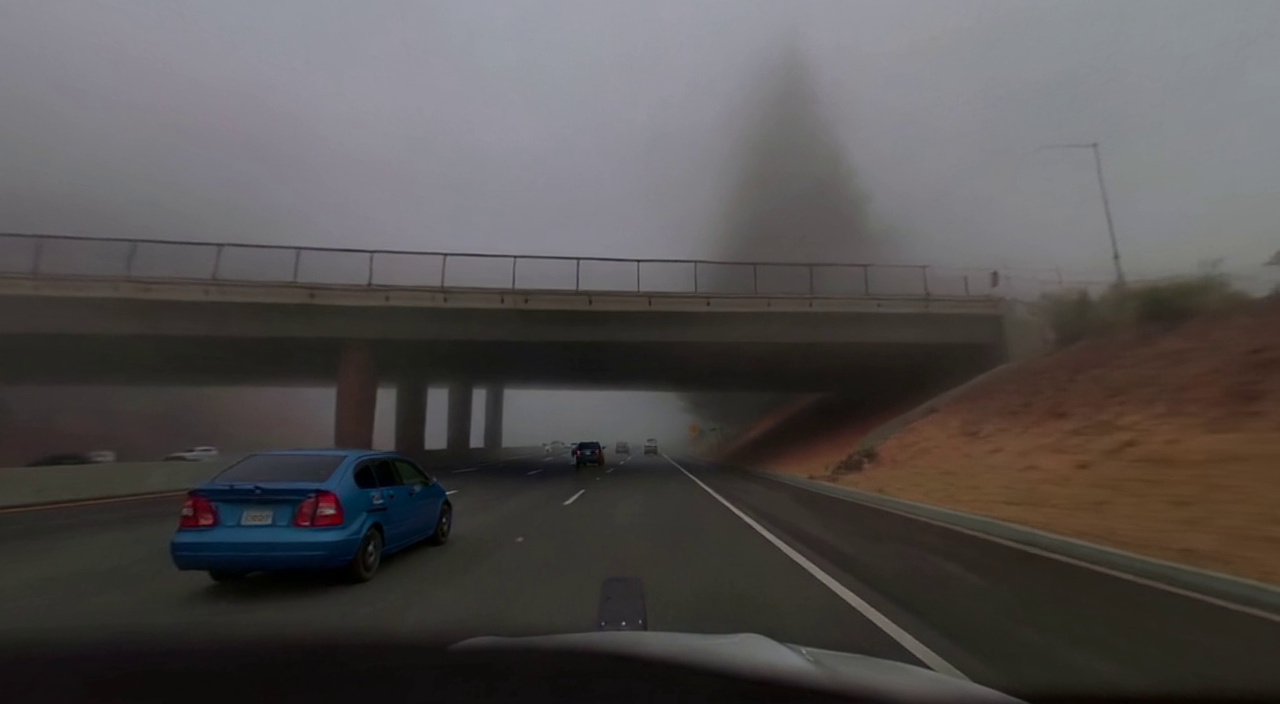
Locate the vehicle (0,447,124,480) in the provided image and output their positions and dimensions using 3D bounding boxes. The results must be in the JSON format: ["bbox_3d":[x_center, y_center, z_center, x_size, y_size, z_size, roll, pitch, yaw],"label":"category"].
[{"bbox_3d":[-27.415,5.282,30.148,1.826,1.432,4.233,0,-8,1],"label":"vehicle"}]

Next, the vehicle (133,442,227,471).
[{"bbox_3d":[-28.864,6.555,39.852,2.008,1.707,5.059,0,-8,2],"label":"vehicle"}]

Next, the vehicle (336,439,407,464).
[{"bbox_3d":[-19.669,7.330,46.611,2.477,1.667,5.834,0,-8,3],"label":"vehicle"}]
